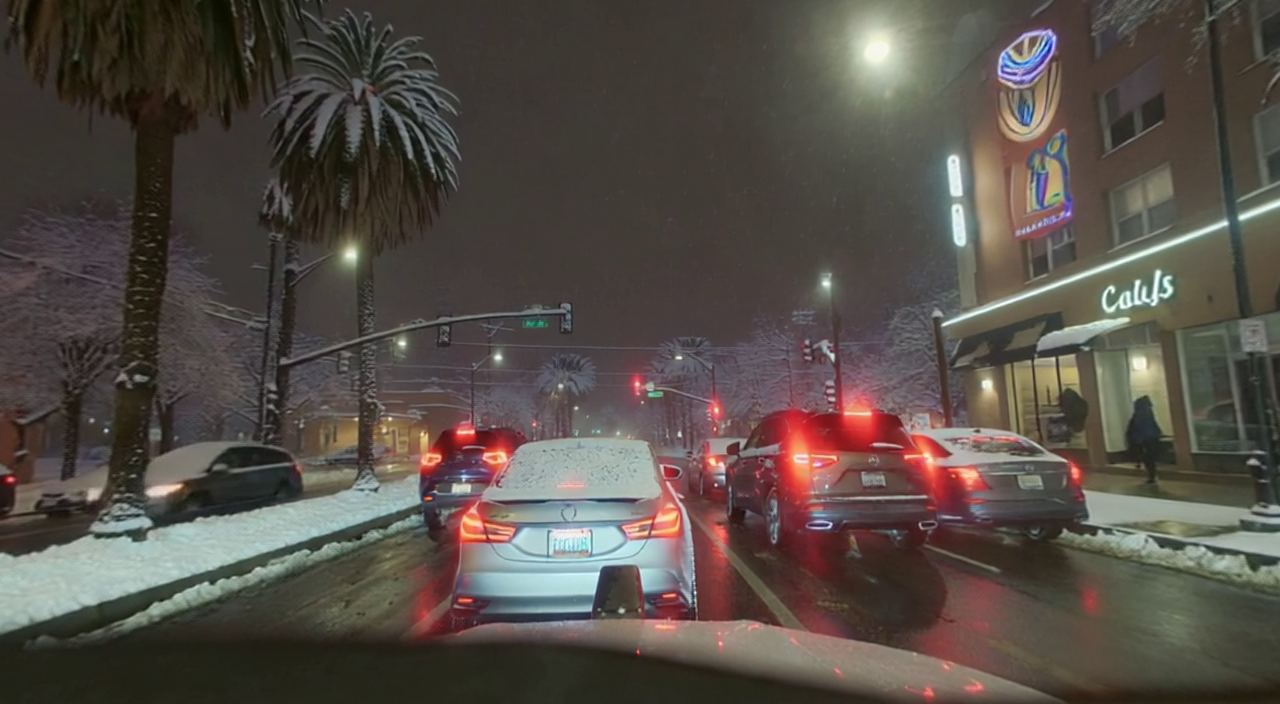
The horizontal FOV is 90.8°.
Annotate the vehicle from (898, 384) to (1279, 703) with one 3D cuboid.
[{"bbox_3d":[2.612,0.809,1.478,2.085,1.469,4.458,0,-9,-1],"label":"vehicle"}]

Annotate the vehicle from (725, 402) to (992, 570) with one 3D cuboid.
[{"bbox_3d":[2.633,1.763,9.026,2.096,1.775,4.440,0,-9,-2],"label":"vehicle"}]

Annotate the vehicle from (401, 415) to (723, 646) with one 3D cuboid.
[{"bbox_3d":[-0.513,1.472,6.230,2.096,1.492,4.071,0,-9,0],"label":"vehicle"}]

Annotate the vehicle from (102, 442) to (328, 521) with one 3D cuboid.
[{"bbox_3d":[-9.004,2.739,14.002,1.949,1.442,4.502,0,-9,-2],"label":"vehicle"}]
